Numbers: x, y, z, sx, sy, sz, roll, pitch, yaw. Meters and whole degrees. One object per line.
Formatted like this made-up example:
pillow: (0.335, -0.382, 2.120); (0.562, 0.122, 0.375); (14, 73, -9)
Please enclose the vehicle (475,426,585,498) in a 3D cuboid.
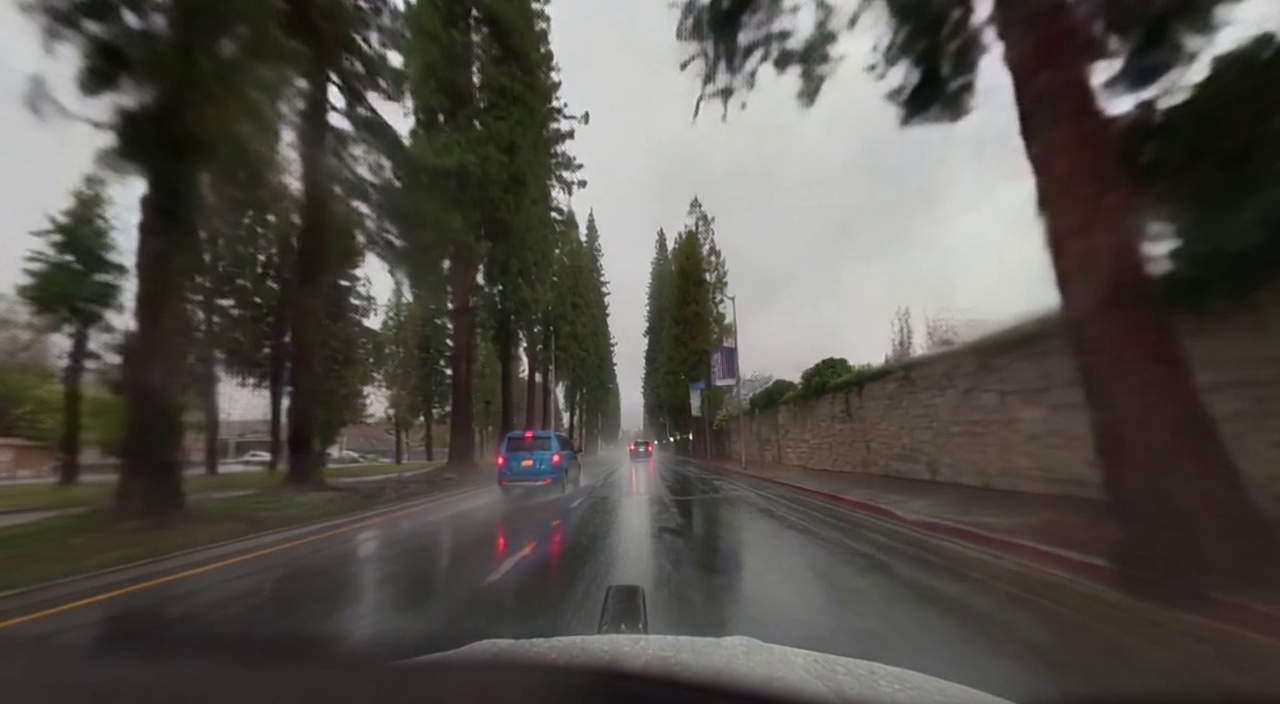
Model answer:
vehicle: (-3.041, 3.175, 18.567); (2.281, 1.837, 4.845); (0, -8, 1)
